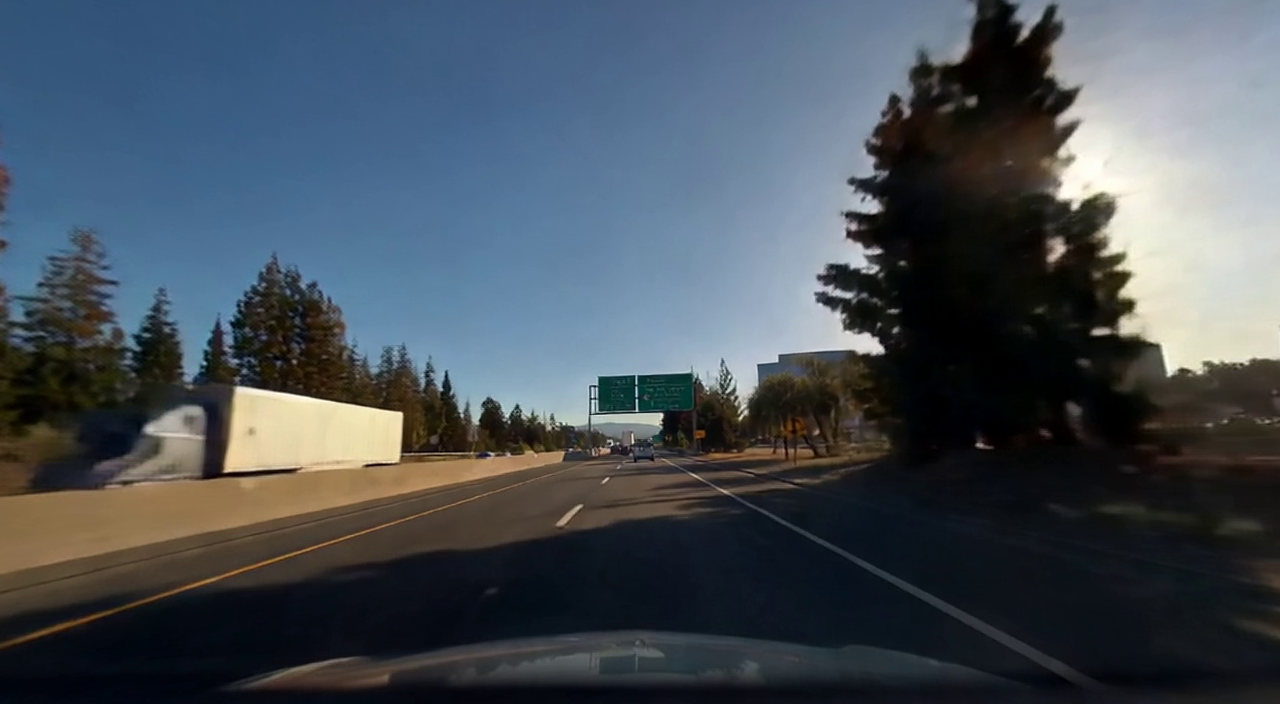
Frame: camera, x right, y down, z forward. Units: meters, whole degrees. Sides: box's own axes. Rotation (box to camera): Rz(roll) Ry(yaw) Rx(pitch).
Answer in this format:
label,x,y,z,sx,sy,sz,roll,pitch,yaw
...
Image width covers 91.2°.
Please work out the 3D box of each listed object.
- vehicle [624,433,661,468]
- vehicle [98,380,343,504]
label,x,y,z,sx,sy,sz,roll,pitch,yaw
vehicle,0.205,6.501,41.294,2.268,2.122,4.595,-1,-9,1
vehicle,-16.160,3.710,25.663,3.002,4.004,10.140,0,-9,0
